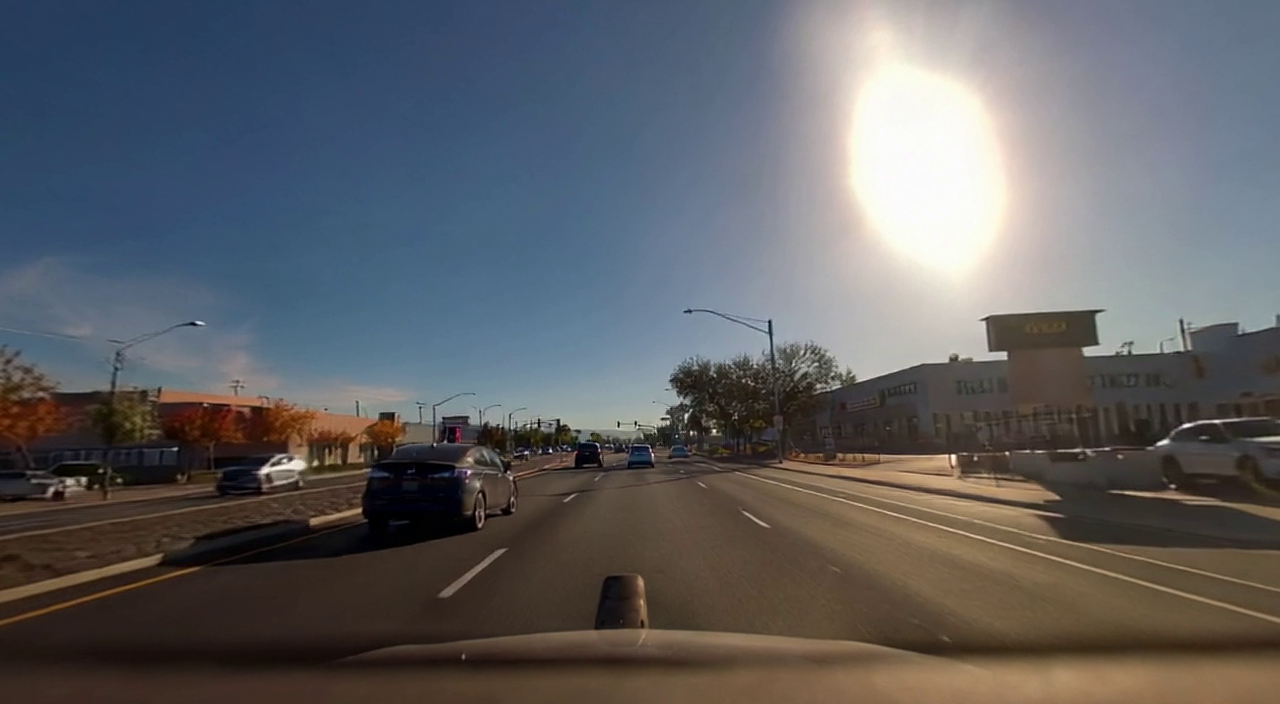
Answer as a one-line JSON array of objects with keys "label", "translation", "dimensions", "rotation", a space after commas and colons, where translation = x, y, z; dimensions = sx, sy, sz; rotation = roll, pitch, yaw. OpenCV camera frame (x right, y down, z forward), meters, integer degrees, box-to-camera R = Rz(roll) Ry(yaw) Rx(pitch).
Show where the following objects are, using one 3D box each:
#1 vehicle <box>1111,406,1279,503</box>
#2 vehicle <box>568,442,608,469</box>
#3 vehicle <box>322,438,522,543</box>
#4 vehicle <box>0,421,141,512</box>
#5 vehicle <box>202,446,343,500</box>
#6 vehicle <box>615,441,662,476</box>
[{"label": "vehicle", "translation": [12.878, 2.131, 13.198], "dimensions": [2.072, 1.769, 5.000], "rotation": [0, -9, -1]}, {"label": "vehicle", "translation": [-3.010, 6.160, 37.490], "dimensions": [1.939, 1.496, 4.309], "rotation": [0, -9, 1]}, {"label": "vehicle", "translation": [-3.555, 2.333, 11.278], "dimensions": [2.003, 1.488, 4.282], "rotation": [0, -9, 0]}, {"label": "vehicle", "translation": [-22.985, 4.552, 25.552], "dimensions": [2.843, 3.351, 3.542], "rotation": [2, -9, -15]}, {"label": "vehicle", "translation": [-12.301, 4.036, 21.513], "dimensions": [2.075, 1.636, 4.464], "rotation": [0, -9, 1]}, {"label": "vehicle", "translation": [-0.077, 4.895, 29.101], "dimensions": [2.019, 1.459, 4.005], "rotation": [0, -9, -1]}]
